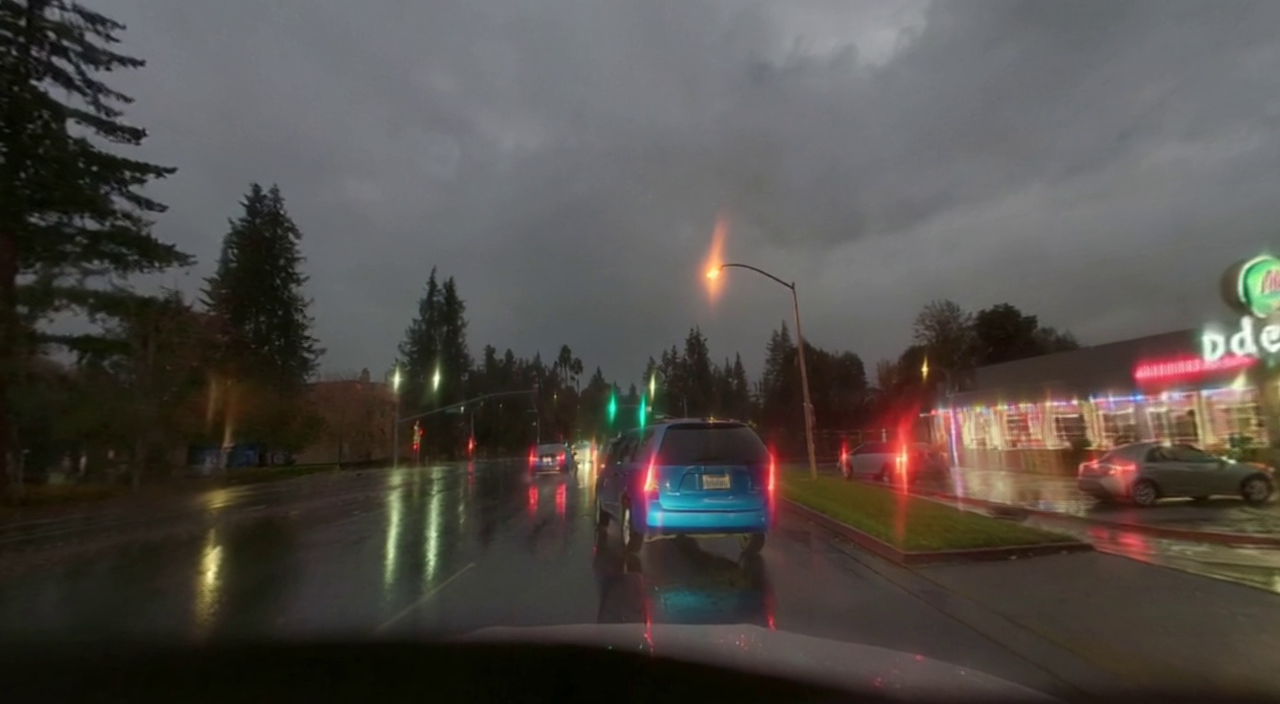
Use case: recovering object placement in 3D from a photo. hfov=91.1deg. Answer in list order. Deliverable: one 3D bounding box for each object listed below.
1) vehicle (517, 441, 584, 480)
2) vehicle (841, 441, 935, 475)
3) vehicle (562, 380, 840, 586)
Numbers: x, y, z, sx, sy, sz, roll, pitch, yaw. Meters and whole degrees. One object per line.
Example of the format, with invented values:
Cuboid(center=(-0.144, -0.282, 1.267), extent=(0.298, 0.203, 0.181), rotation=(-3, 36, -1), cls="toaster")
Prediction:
Cuboid(center=(-3.630, 4.487, 26.204), extent=(2.026, 1.466, 4.282), rotation=(0, -8, 2), cls="vehicle")
Cuboid(center=(12.119, 5.181, 30.806), extent=(3.811, 1.557, 1.800), rotation=(1, -9, -10), cls="vehicle")
Cuboid(center=(0.399, 1.616, 8.560), extent=(2.052, 1.955, 4.642), rotation=(3, -9, -17), cls="vehicle")
